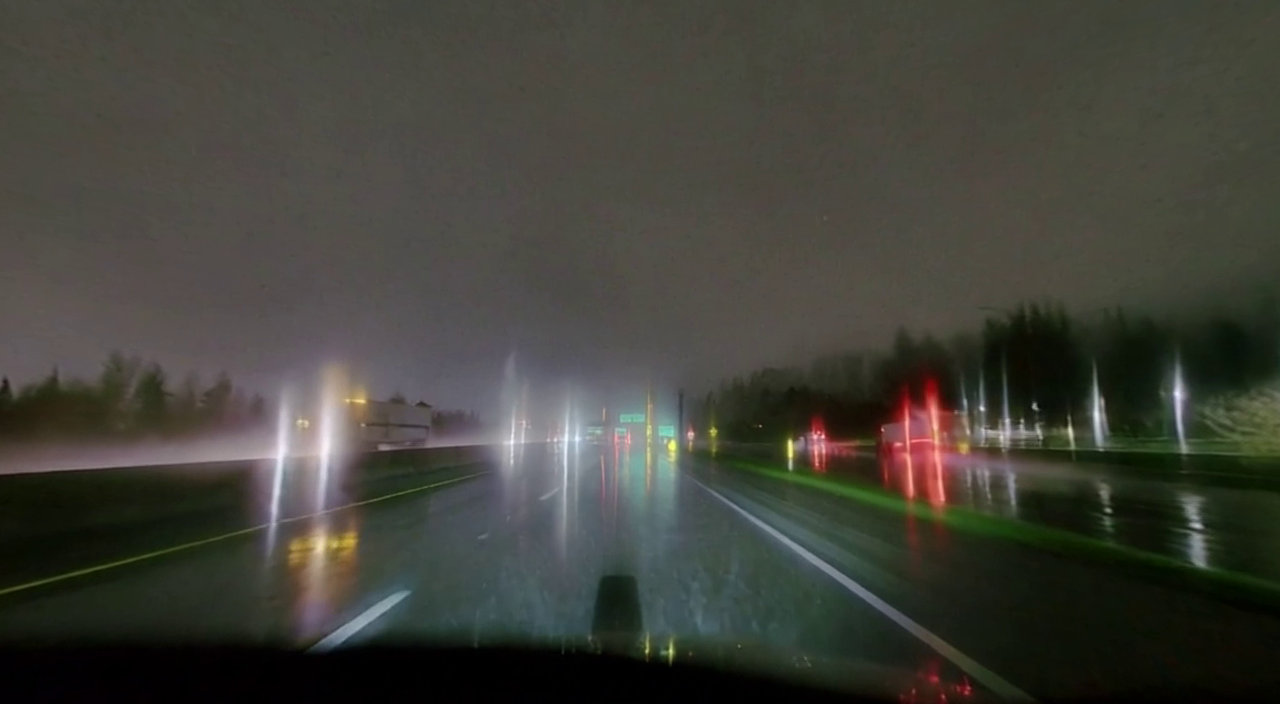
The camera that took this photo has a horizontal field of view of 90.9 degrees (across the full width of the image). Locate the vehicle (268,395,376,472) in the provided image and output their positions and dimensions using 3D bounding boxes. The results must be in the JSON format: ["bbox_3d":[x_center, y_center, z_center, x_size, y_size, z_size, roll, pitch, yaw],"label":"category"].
[{"bbox_3d":[-17.763,4.645,35.795,2.992,3.988,5.920,0,-8,-1],"label":"vehicle"}]
